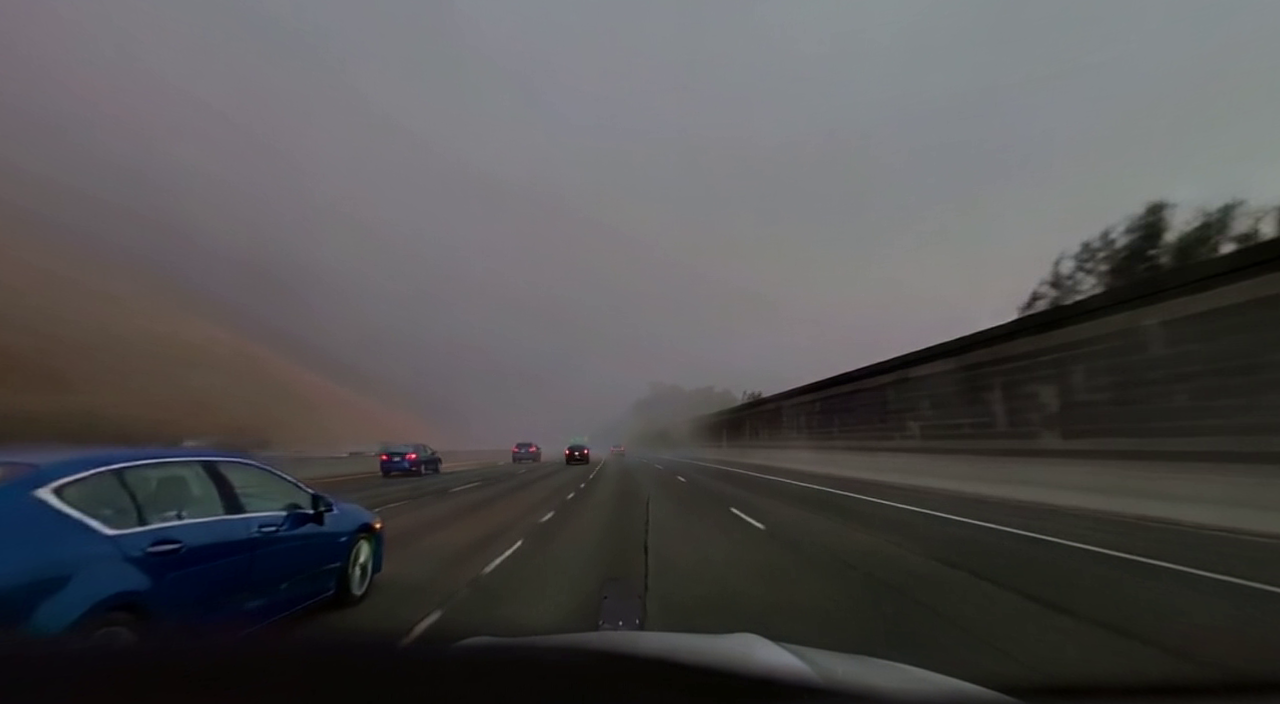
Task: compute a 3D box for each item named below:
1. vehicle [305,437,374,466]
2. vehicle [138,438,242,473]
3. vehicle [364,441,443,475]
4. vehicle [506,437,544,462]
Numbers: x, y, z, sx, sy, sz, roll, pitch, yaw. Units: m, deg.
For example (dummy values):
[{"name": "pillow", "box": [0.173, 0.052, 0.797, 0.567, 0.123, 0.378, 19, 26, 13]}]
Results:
[{"name": "vehicle", "box": [-17.752, 5.907, 37.560, 1.991, 1.609, 4.424, 0, -9, -1]}, {"name": "vehicle", "box": [-24.202, 5.564, 34.256, 2.042, 1.735, 4.872, 0, -9, -1]}, {"name": "vehicle", "box": [-10.930, 4.915, 29.572, 1.949, 1.475, 4.740, 0, -8, -1]}, {"name": "vehicle", "box": [-8.610, 7.332, 47.734, 2.074, 1.768, 4.805, 0, -9, -2]}]
